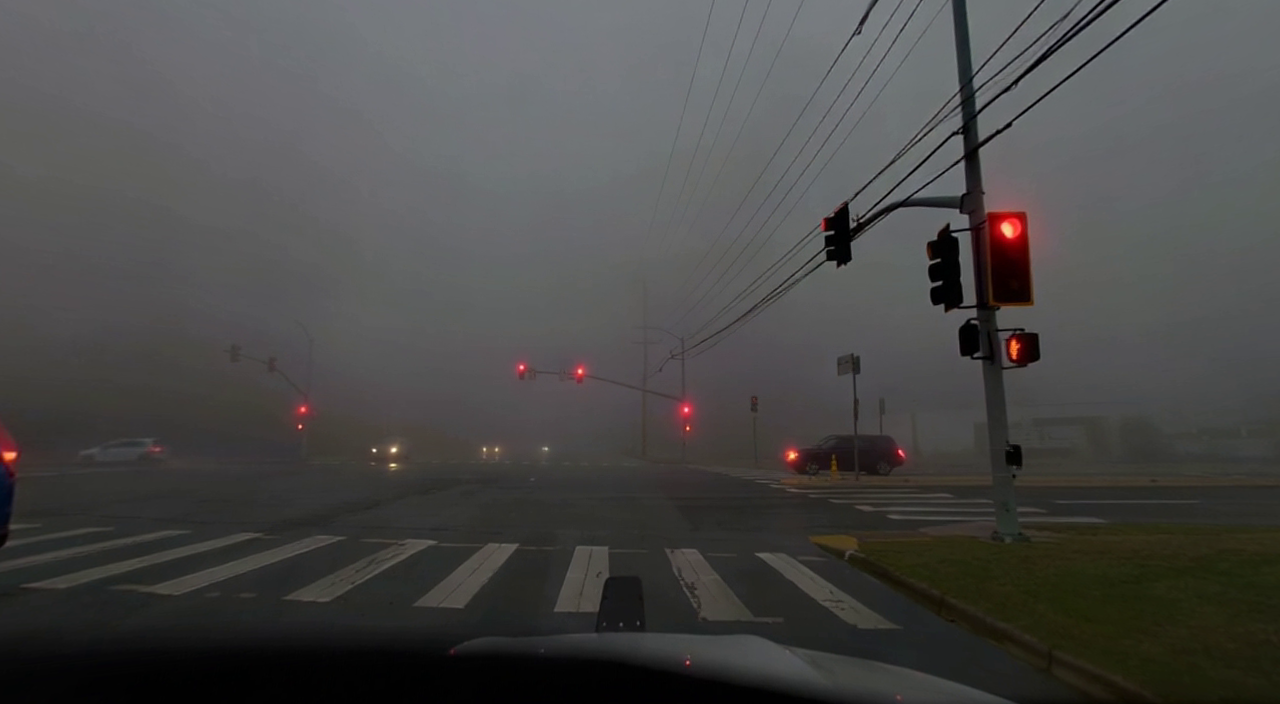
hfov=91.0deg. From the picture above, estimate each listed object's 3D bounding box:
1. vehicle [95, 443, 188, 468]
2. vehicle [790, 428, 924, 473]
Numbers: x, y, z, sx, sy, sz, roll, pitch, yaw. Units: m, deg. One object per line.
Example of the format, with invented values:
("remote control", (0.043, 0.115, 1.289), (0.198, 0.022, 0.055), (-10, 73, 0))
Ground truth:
("vehicle", (-31.803, 6.596, 40.207), (4.529, 1.566, 1.842), (-1, -9, 6))
("vehicle", (8.703, 4.017, 25.731), (4.884, 1.714, 2.021), (-2, -9, 12))
